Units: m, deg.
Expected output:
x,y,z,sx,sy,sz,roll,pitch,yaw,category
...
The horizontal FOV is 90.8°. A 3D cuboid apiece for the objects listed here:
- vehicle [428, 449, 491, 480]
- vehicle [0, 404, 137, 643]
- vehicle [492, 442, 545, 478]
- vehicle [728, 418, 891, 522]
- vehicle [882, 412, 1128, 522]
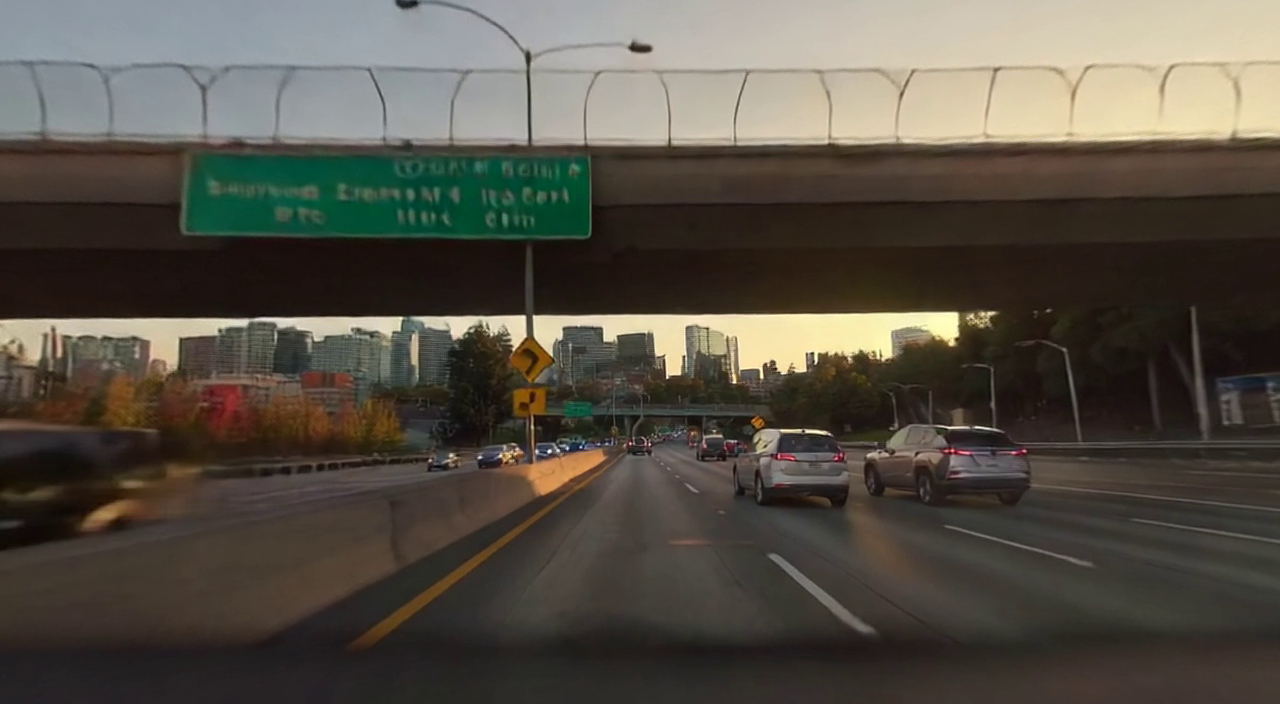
x,y,z,sx,sy,sz,roll,pitch,yaw,category
-9.319,5.846,32.992,1.950,1.464,4.309,0,-9,1,vehicle
-5.522,1.015,3.200,2.184,1.638,4.522,0,-9,0,vehicle
-5.794,5.174,30.604,1.827,1.619,3.866,0,-9,-1,vehicle
3.135,2.298,12.738,2.059,1.711,4.302,0,-9,0,vehicle
7.006,2.282,12.998,2.040,1.801,4.959,0,-9,0,vehicle
